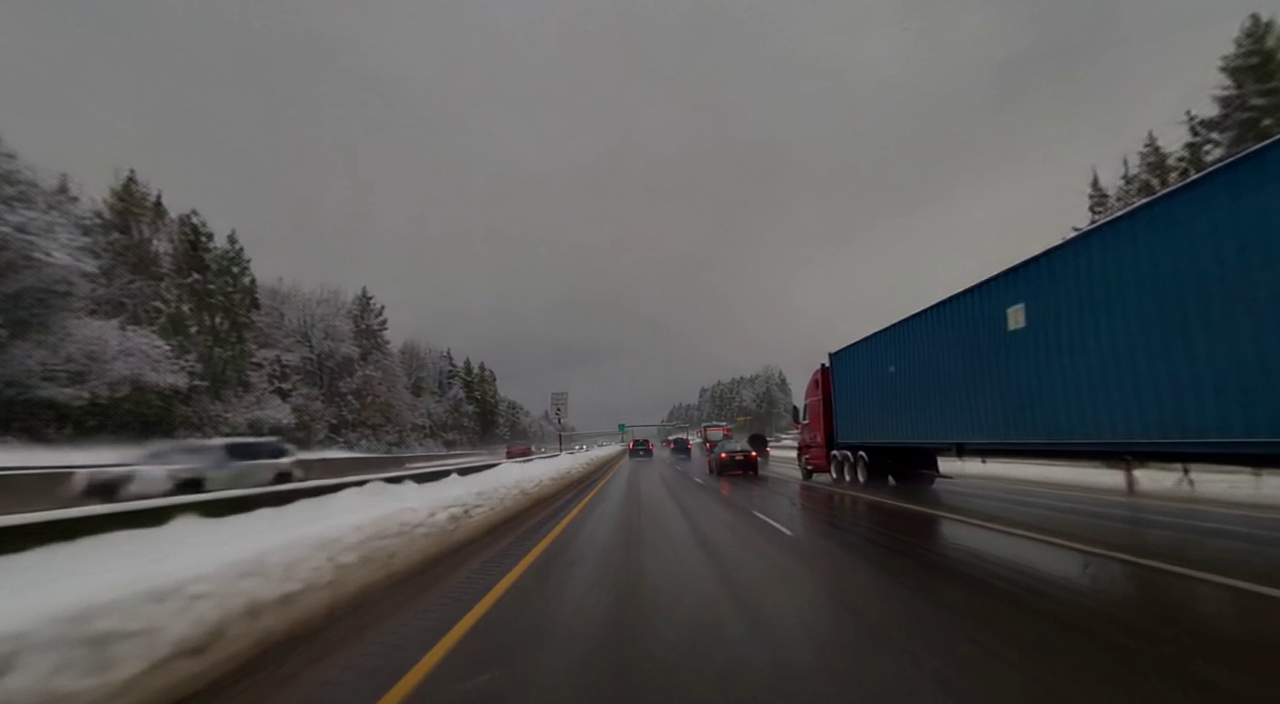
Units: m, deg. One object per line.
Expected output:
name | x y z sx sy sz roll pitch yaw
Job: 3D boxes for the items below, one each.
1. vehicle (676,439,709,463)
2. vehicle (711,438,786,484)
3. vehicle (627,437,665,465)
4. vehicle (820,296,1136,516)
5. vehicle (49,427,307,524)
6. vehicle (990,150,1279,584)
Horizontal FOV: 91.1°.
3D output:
vehicle | 3.919 7.440 47.247 2.084 1.668 4.511 0 -8 0
vehicle | 3.817 3.913 22.949 1.888 1.501 4.608 0 -8 0
vehicle | 0.412 6.471 41.126 2.313 1.736 4.215 0 -8 1
vehicle | 7.366 1.599 15.961 2.752 3.975 9.319 0 -8 0
vehicle | -9.811 2.630 14.004 2.121 1.775 4.656 0 -8 1
vehicle | 7.351 0.138 5.823 2.784 4.002 9.298 0 -8 0
